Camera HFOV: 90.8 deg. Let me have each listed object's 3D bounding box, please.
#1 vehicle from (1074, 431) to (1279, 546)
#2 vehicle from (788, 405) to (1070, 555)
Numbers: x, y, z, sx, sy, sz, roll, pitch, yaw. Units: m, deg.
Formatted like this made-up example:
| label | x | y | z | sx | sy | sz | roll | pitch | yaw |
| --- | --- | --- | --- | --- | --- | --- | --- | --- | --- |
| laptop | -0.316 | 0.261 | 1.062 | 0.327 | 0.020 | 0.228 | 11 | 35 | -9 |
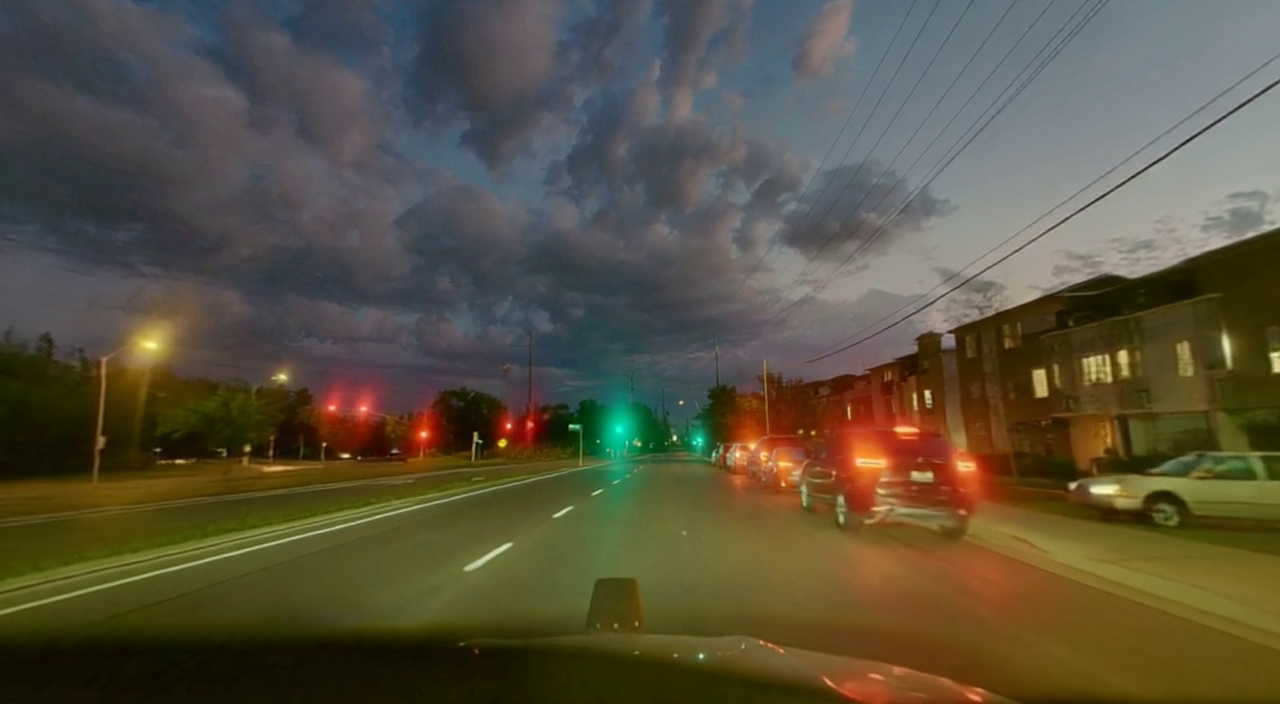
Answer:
| label | x | y | z | sx | sy | sz | roll | pitch | yaw |
| --- | --- | --- | --- | --- | --- | --- | --- | --- | --- |
| vehicle | 10.170 | 2.146 | 10.220 | 2.038 | 1.680 | 4.660 | 7 | -11 | -38 |
| vehicle | 4.123 | 1.932 | 10.305 | 2.359 | 1.817 | 4.985 | 0 | -8 | 2 |
